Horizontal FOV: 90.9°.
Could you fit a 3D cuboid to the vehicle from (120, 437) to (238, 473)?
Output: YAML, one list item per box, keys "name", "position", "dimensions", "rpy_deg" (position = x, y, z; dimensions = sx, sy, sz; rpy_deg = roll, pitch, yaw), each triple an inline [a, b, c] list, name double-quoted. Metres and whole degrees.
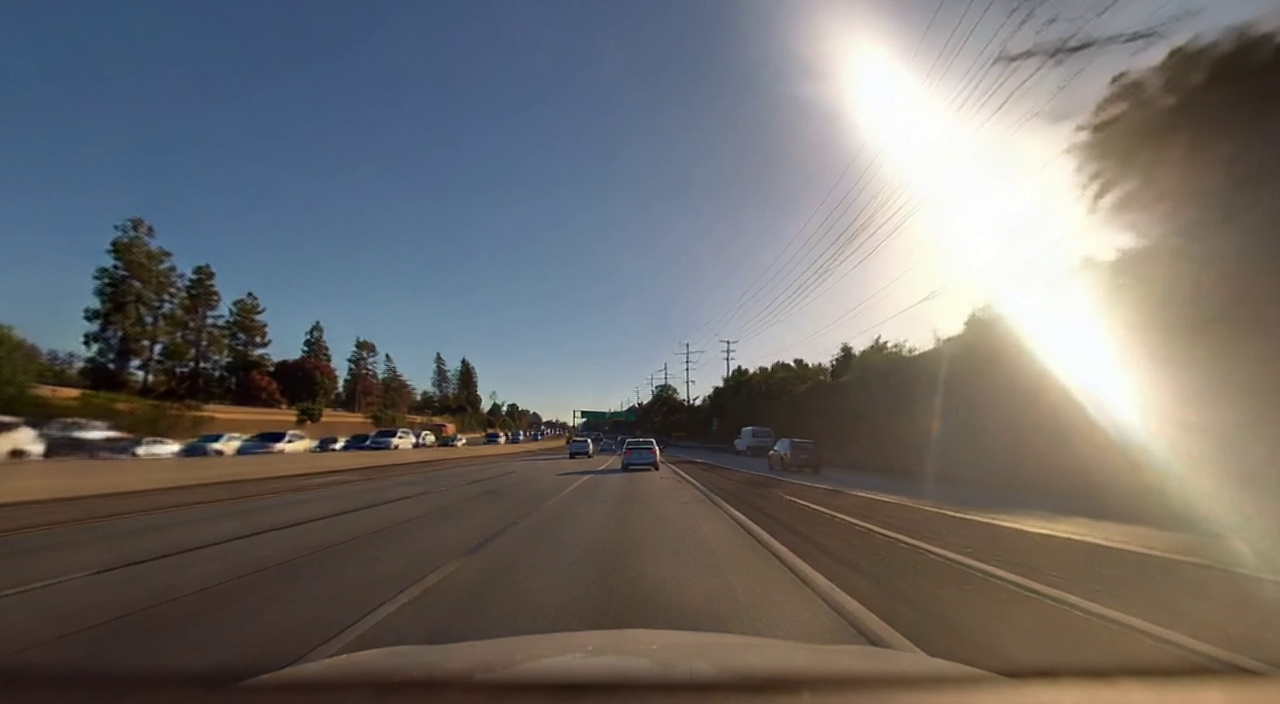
- name: "vehicle"
  position: [-20.305, 4.527, 28.067]
  dimensions: [1.827, 1.436, 4.593]
  rpy_deg: [0, -8, -1]

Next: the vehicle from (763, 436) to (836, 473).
- name: "vehicle"
  position: [7.996, 5.184, 32.232]
  dimensions: [2.099, 1.720, 4.829]
  rpy_deg: [1, -8, -5]

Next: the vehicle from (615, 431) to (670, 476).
- name: "vehicle"
  position: [0.079, 4.370, 27.263]
  dimensions: [2.192, 1.769, 4.287]
  rpy_deg: [0, -8, -1]

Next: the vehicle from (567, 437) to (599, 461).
- name: "vehicle"
  position: [-4.288, 7.376, 48.149]
  dimensions: [2.130, 1.685, 4.341]
  rpy_deg: [0, -8, -1]

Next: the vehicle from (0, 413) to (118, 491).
- name: "vehicle"
  position: [-16.055, 2.394, 15.126]
  dimensions: [2.228, 1.808, 5.608]
  rpy_deg: [0, -8, 0]

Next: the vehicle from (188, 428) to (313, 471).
- name: "vehicle"
  position: [-16.507, 4.163, 27.136]
  dimensions: [2.175, 1.653, 4.993]
  rpy_deg: [0, -8, 0]

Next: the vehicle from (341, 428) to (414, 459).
- name: "vehicle"
  position: [-16.646, 5.868, 40.428]
  dimensions: [2.188, 1.786, 5.759]
  rpy_deg: [0, -8, 0]
